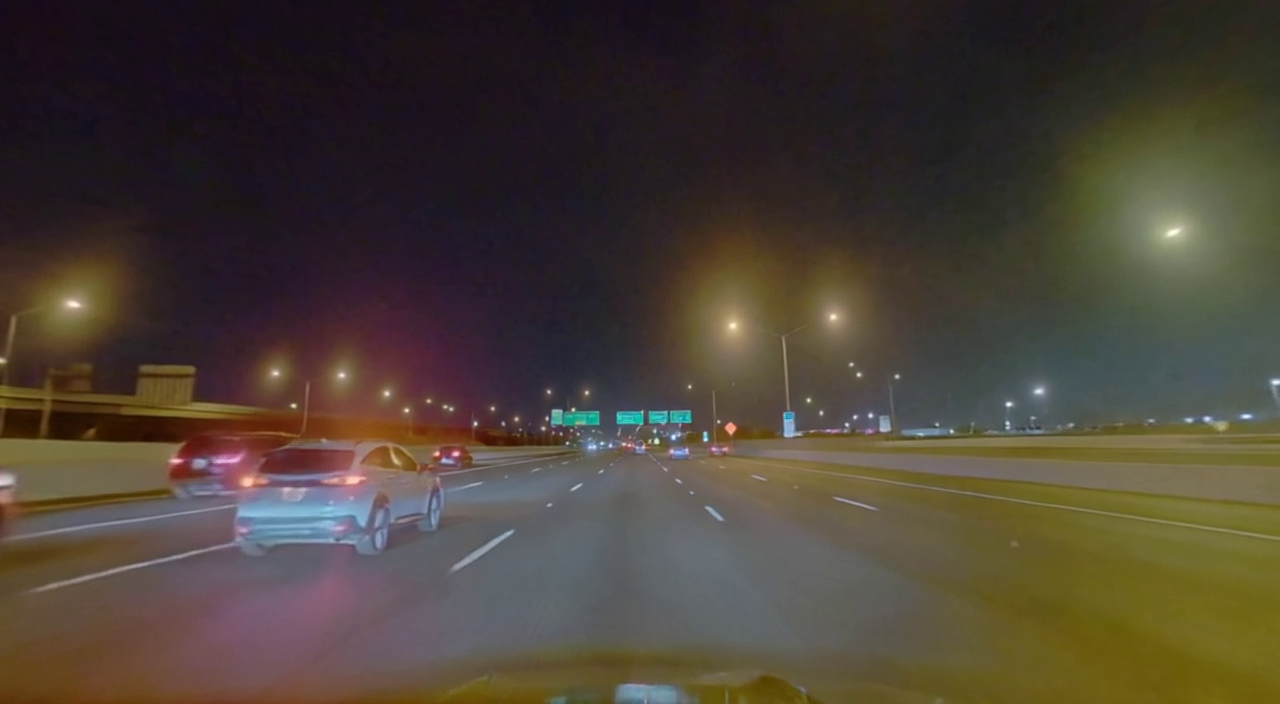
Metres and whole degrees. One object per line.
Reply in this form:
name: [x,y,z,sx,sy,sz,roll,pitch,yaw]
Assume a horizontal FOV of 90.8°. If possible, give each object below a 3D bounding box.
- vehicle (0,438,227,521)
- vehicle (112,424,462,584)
vehicle: [-11.576,2.662,13.842,1.928,1.472,4.646,0,-8,0]
vehicle: [-4.049,1.799,8.400,2.051,1.516,4.493,0,-8,0]
